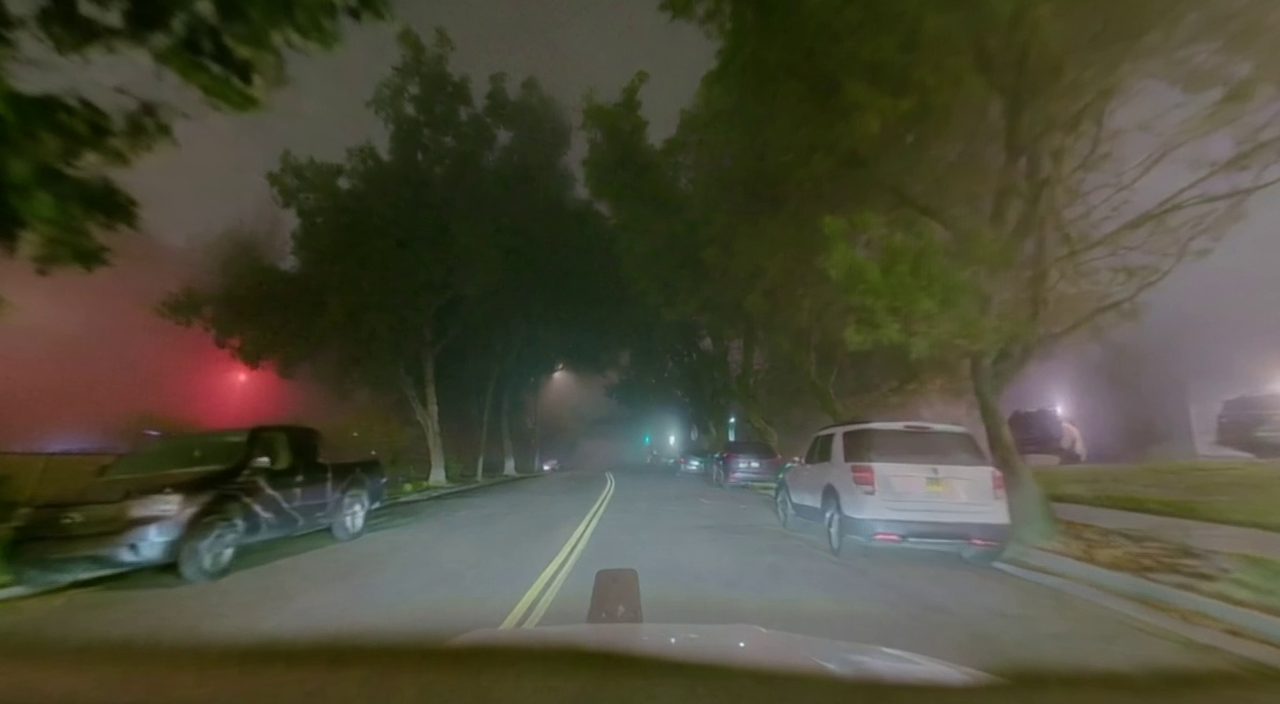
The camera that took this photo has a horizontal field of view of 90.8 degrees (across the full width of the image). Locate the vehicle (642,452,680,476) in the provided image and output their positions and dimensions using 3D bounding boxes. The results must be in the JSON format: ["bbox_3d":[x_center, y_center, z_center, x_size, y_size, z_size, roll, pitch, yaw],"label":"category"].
[{"bbox_3d":[1.589,8.739,49.461,2.163,1.742,4.239,1,-8,-9],"label":"vehicle"}]

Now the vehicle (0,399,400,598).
[{"bbox_3d":[-5.116,1.674,8.148,2.155,1.729,4.799,-2,-8,0],"label":"vehicle"}]

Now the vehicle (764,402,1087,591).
[{"bbox_3d":[3.267,1.763,8.599,2.229,1.826,4.611,-1,-8,0],"label":"vehicle"}]

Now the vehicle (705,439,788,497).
[{"bbox_3d":[3.468,3.860,21.496,1.970,1.709,4.568,0,-8,0],"label":"vehicle"}]
